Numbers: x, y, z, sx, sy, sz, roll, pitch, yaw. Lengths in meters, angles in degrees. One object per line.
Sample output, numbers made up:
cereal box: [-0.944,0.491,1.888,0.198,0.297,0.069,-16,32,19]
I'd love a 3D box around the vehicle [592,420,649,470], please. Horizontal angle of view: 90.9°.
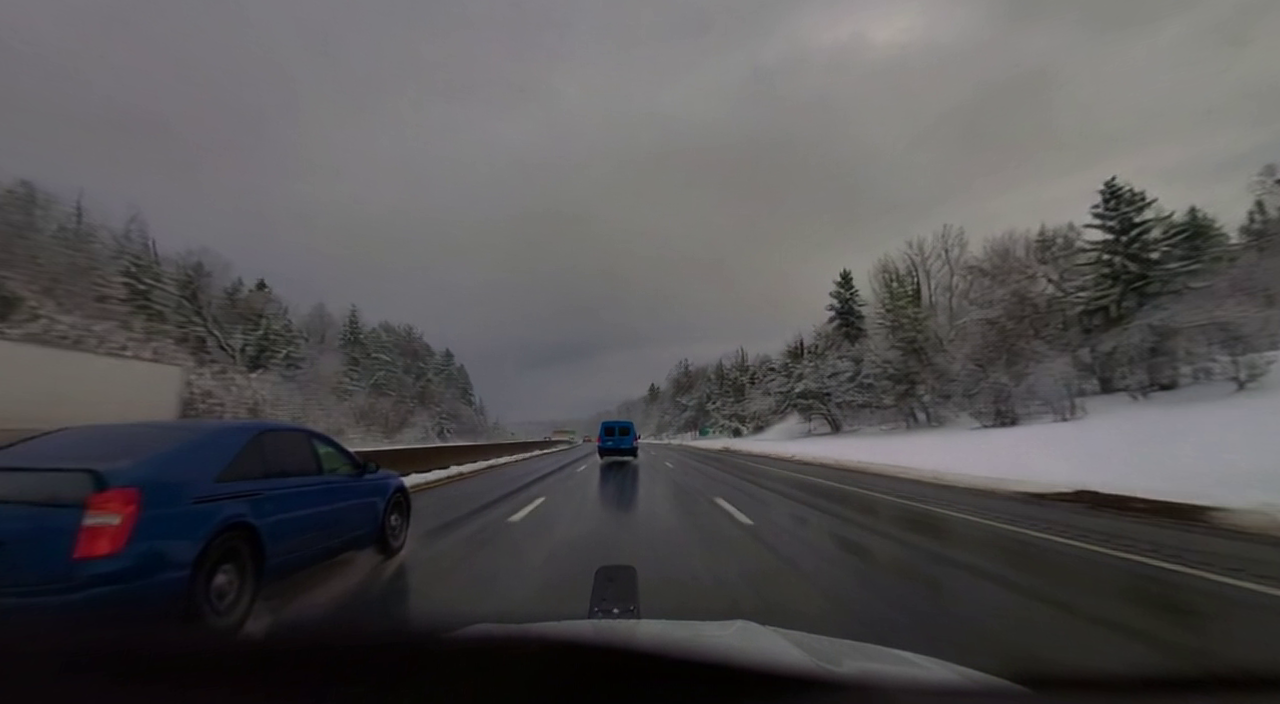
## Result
vehicle: [-0.816,4.090,27.867,2.297,2.011,4.736,0,-8,0]

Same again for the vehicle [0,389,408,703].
vehicle: [-3.743,1.168,4.748,2.096,1.537,4.700,0,-7,1]
